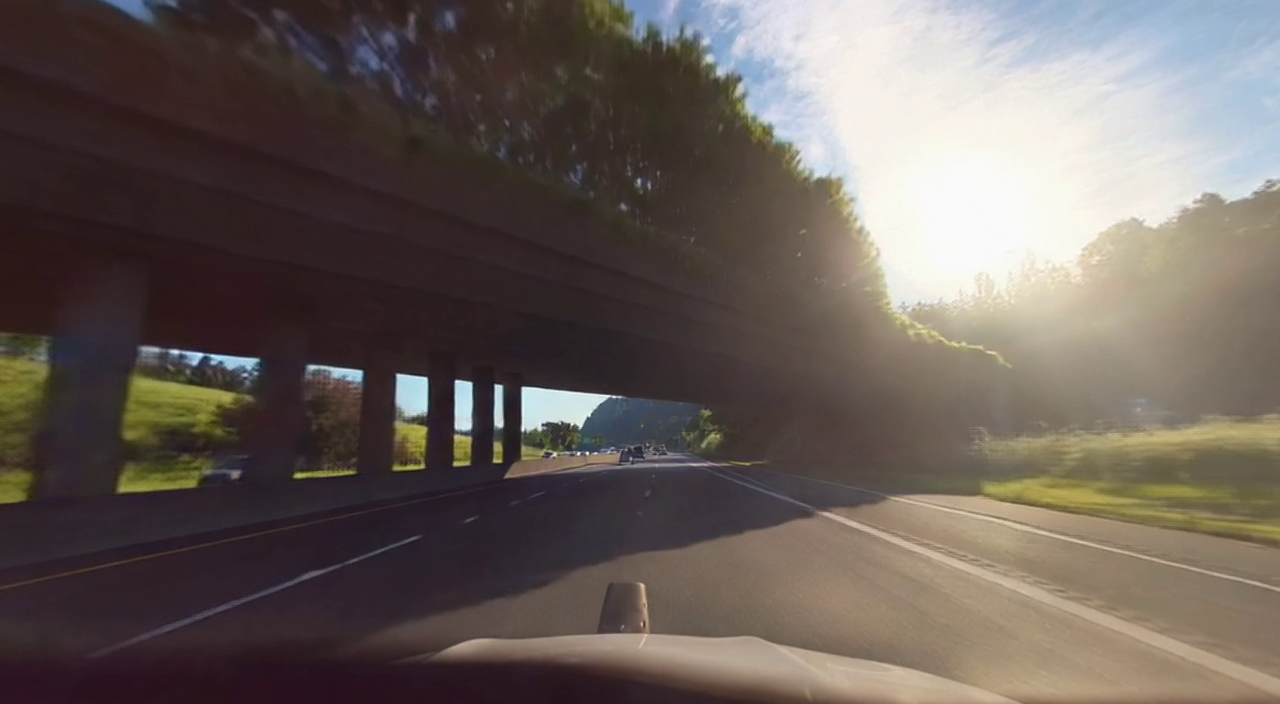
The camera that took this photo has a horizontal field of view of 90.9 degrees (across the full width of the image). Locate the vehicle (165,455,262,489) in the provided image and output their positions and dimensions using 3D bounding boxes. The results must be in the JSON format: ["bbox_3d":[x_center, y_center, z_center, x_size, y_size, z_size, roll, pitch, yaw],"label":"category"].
[{"bbox_3d":[-20.842,5.840,31.025,1.830,1.521,4.062,0,-9,1],"label":"vehicle"}]
